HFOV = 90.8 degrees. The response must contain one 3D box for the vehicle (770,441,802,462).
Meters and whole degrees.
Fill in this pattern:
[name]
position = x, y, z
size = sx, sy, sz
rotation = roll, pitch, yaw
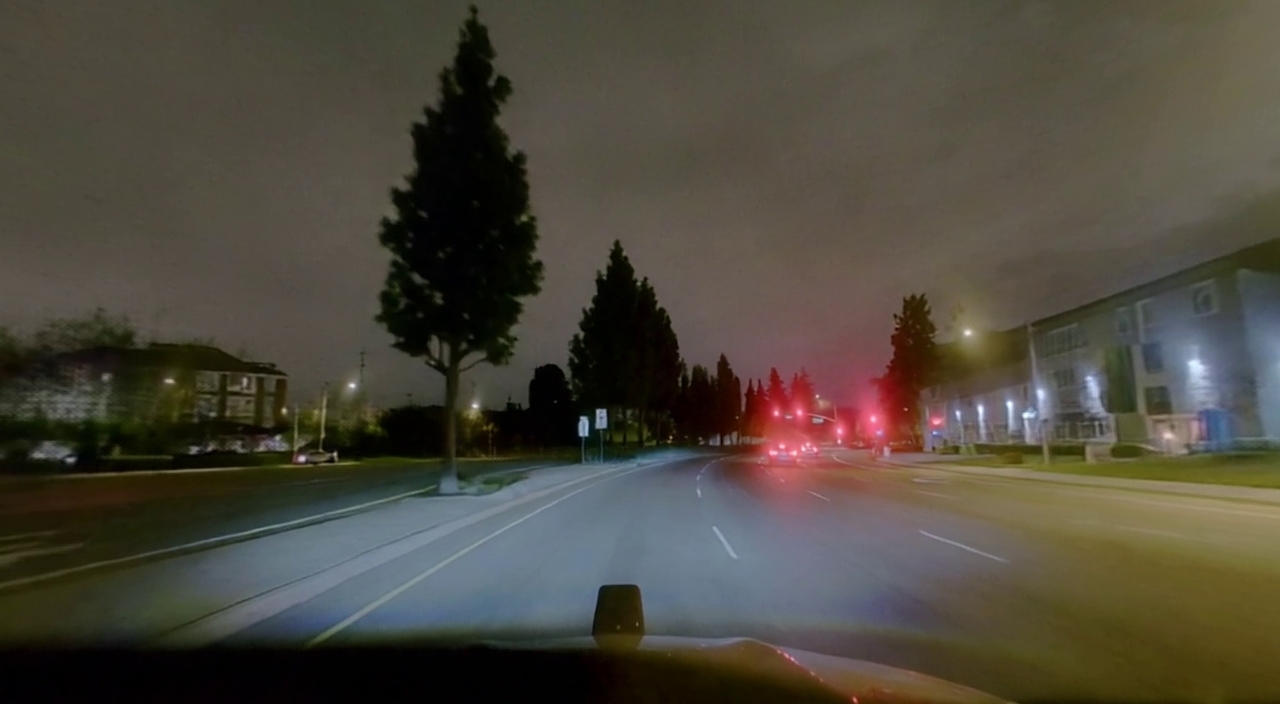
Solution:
[vehicle]
position = 10.998, 7.509, 47.755
size = 1.988, 1.460, 3.996
rotation = -1, -8, 7
